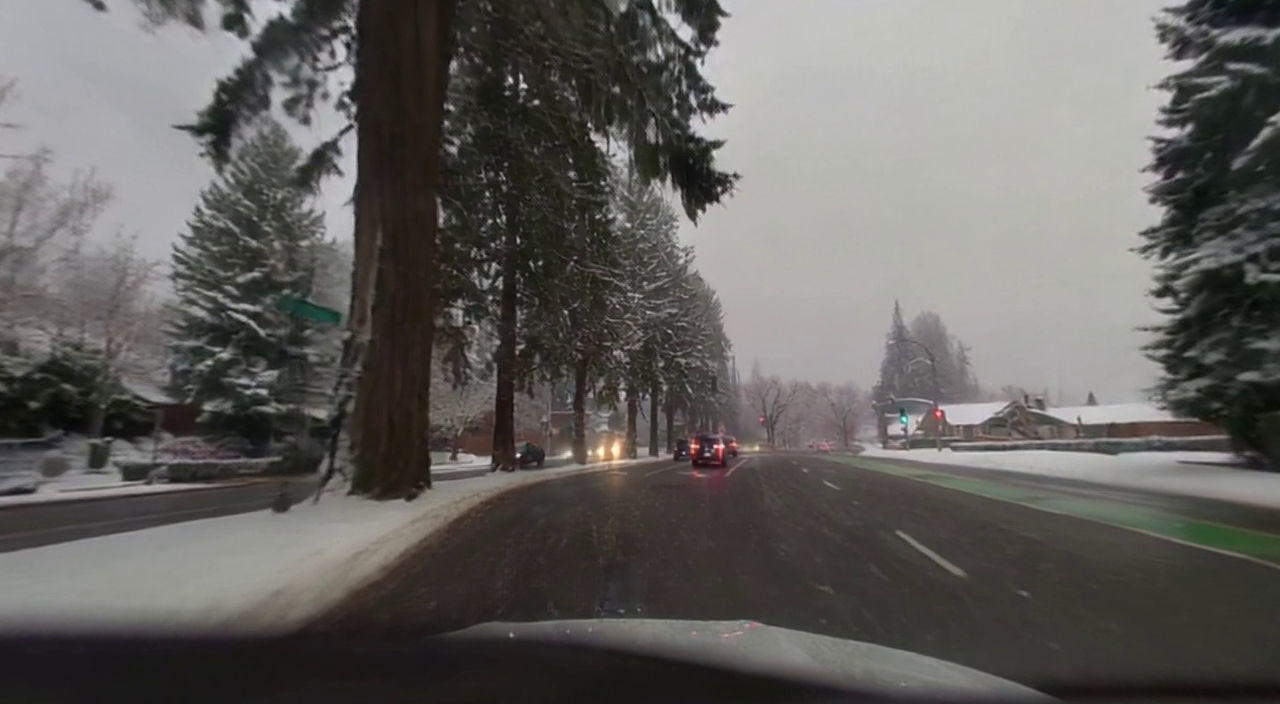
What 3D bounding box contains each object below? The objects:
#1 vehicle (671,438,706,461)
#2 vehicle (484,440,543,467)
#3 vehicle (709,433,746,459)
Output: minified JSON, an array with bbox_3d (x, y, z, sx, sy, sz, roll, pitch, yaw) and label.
[{"bbox_3d":[3.447,6.808,44.284,1.923,1.498,3.887,-2,-9,12],"label":"vehicle"},{"bbox_3d":[-7.498,6.108,38.035,1.947,1.486,4.862,-1,-9,8],"label":"vehicle"},{"bbox_3d":[6.318,6.712,45.019,2.286,1.701,4.395,-2,-9,11],"label":"vehicle"}]
